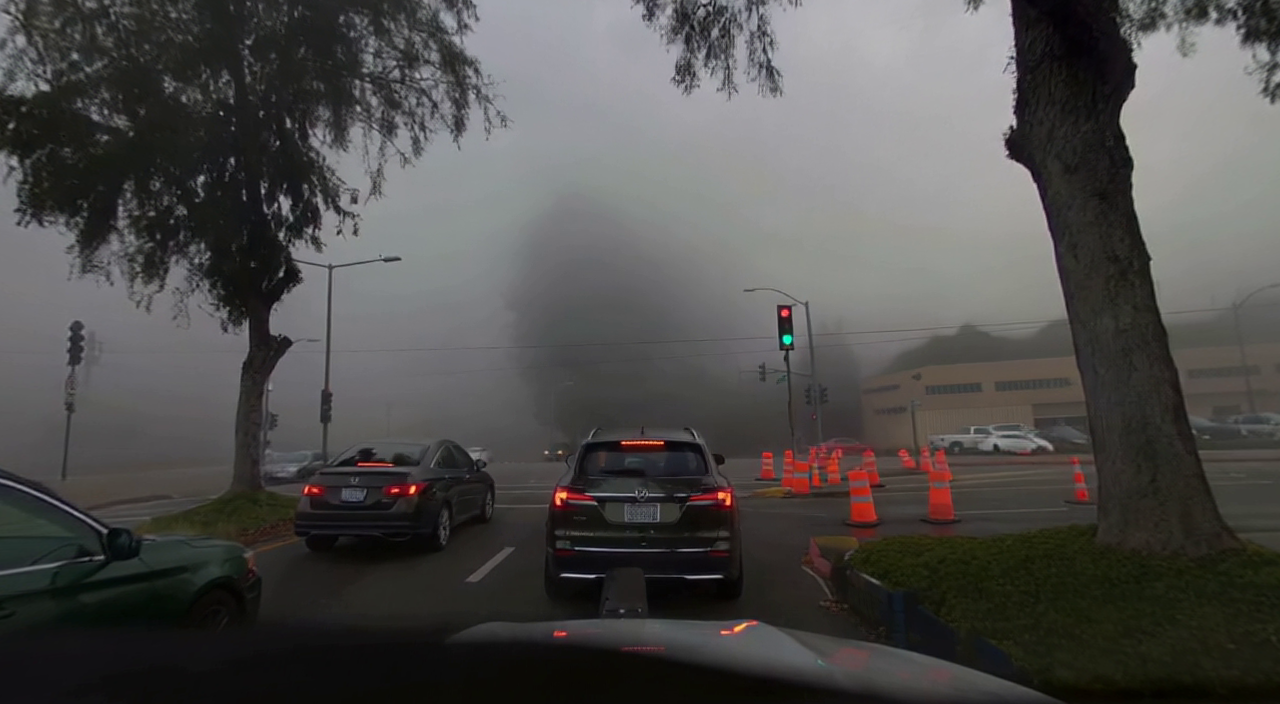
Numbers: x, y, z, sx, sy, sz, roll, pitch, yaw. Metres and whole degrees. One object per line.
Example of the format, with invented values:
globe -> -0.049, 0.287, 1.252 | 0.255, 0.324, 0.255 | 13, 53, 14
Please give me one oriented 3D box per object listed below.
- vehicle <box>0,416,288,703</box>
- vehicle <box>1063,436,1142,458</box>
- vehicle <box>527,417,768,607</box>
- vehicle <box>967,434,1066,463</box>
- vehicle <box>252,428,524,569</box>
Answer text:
vehicle -> -3.594, 0.944, 2.146 | 1.964, 1.497, 4.722 | 0, -9, 1
vehicle -> 36.660, 7.554, 49.987 | 4.791, 1.635, 1.857 | 0, -9, 1
vehicle -> 0.106, 1.624, 7.202 | 2.021, 1.560, 3.676 | 0, -9, 1
vehicle -> 24.398, 6.269, 40.999 | 5.043, 1.759, 2.085 | 0, -9, 2
vehicle -> -3.272, 2.000, 9.437 | 1.989, 1.541, 4.626 | 0, -9, 2
